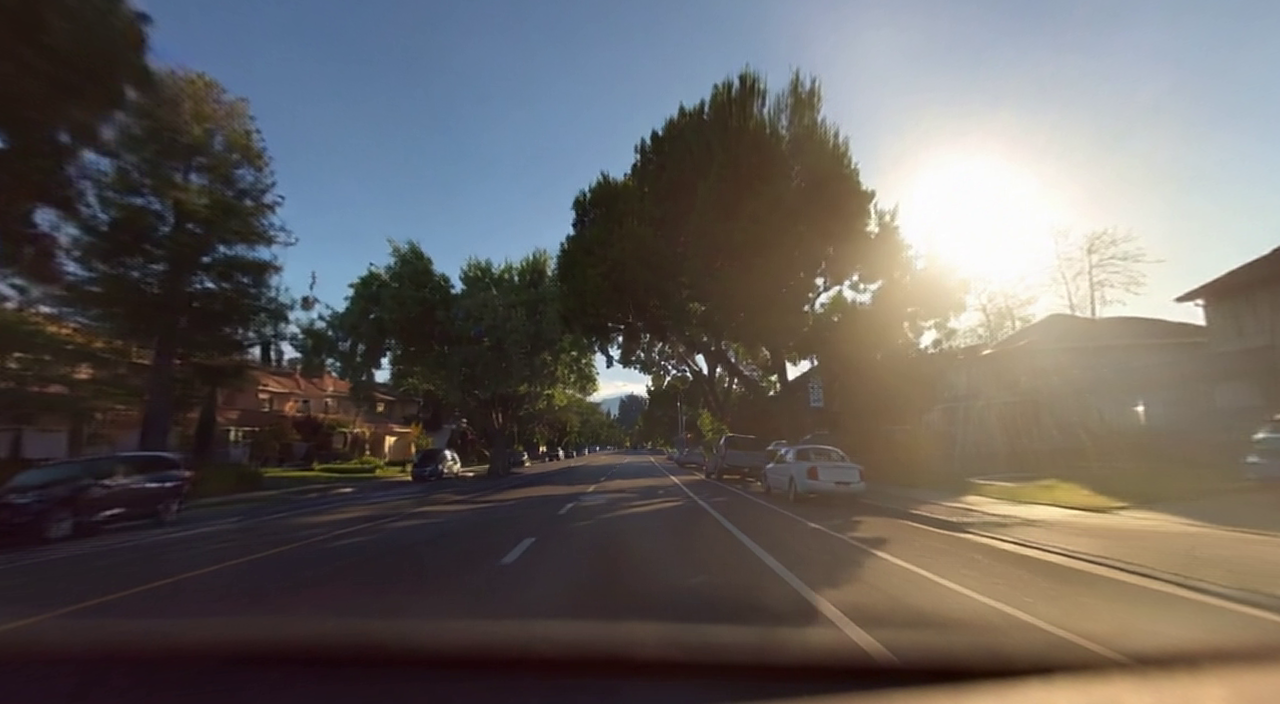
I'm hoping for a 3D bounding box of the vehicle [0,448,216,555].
[{"bbox_3d":[-10.921,2.771,12.522,2.091,1.717,4.392,0,-9,-3],"label":"vehicle"}]

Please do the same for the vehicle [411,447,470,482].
[{"bbox_3d":[-10.909,6.225,34.884,1.964,1.667,4.217,-3,-10,-1],"label":"vehicle"}]

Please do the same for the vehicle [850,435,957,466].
[{"bbox_3d":[12.420,4.659,29.950,4.285,1.434,1.740,0,-9,0],"label":"vehicle"}]

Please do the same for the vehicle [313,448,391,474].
[{"bbox_3d":[-19.916,7.535,43.831,4.359,1.727,2.029,0,-9,-2],"label":"vehicle"}]

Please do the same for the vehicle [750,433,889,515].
[{"bbox_3d":[4.072,2.844,15.192,2.007,1.657,4.362,0,-9,-1],"label":"vehicle"}]
